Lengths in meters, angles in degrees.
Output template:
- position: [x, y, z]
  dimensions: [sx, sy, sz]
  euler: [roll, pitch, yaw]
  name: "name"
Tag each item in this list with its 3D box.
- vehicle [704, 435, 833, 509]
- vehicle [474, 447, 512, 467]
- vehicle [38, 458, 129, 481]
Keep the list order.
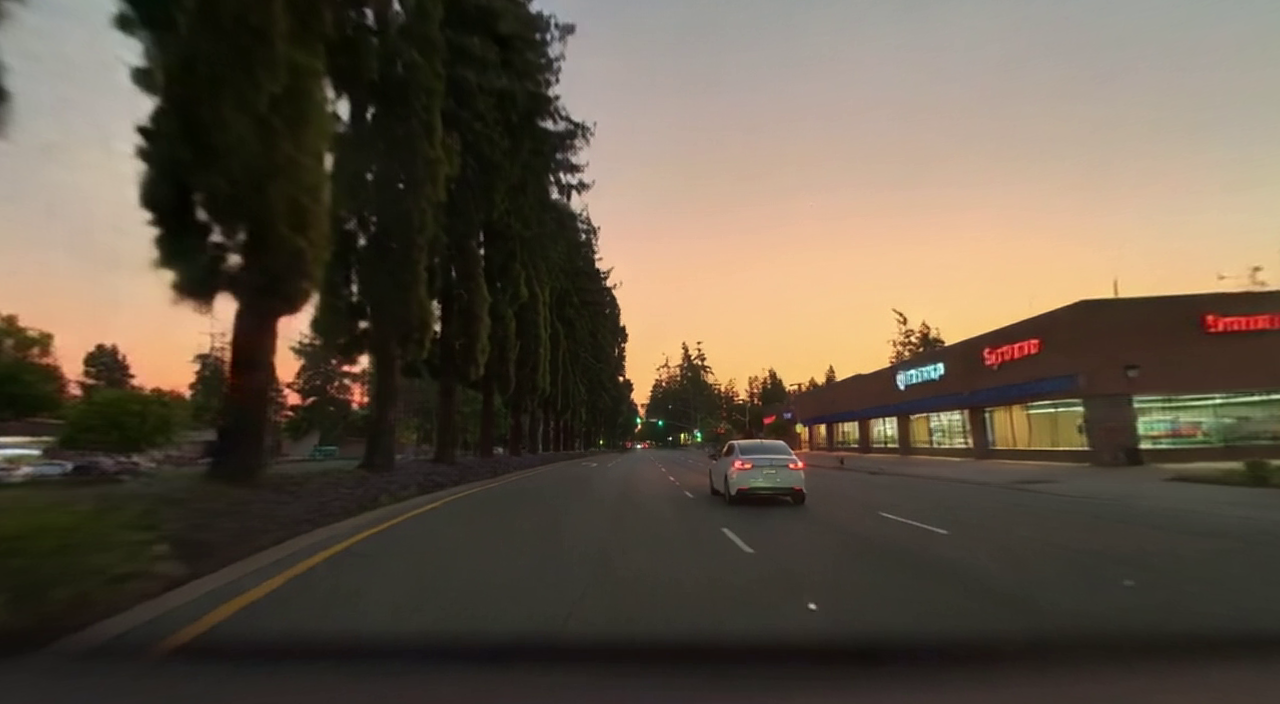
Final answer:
- position: [2.820, 2.751, 14.930]
  dimensions: [2.015, 1.479, 4.444]
  euler: [0, -8, -1]
  name: "vehicle"
- position: [-11.536, 8.260, 49.704]
  dimensions: [1.944, 1.512, 4.278]
  euler: [0, -8, 1]
  name: "vehicle"
- position: [-41.080, 8.652, 46.525]
  dimensions: [4.663, 1.593, 1.913]
  euler: [1, -9, -4]
  name: "vehicle"
